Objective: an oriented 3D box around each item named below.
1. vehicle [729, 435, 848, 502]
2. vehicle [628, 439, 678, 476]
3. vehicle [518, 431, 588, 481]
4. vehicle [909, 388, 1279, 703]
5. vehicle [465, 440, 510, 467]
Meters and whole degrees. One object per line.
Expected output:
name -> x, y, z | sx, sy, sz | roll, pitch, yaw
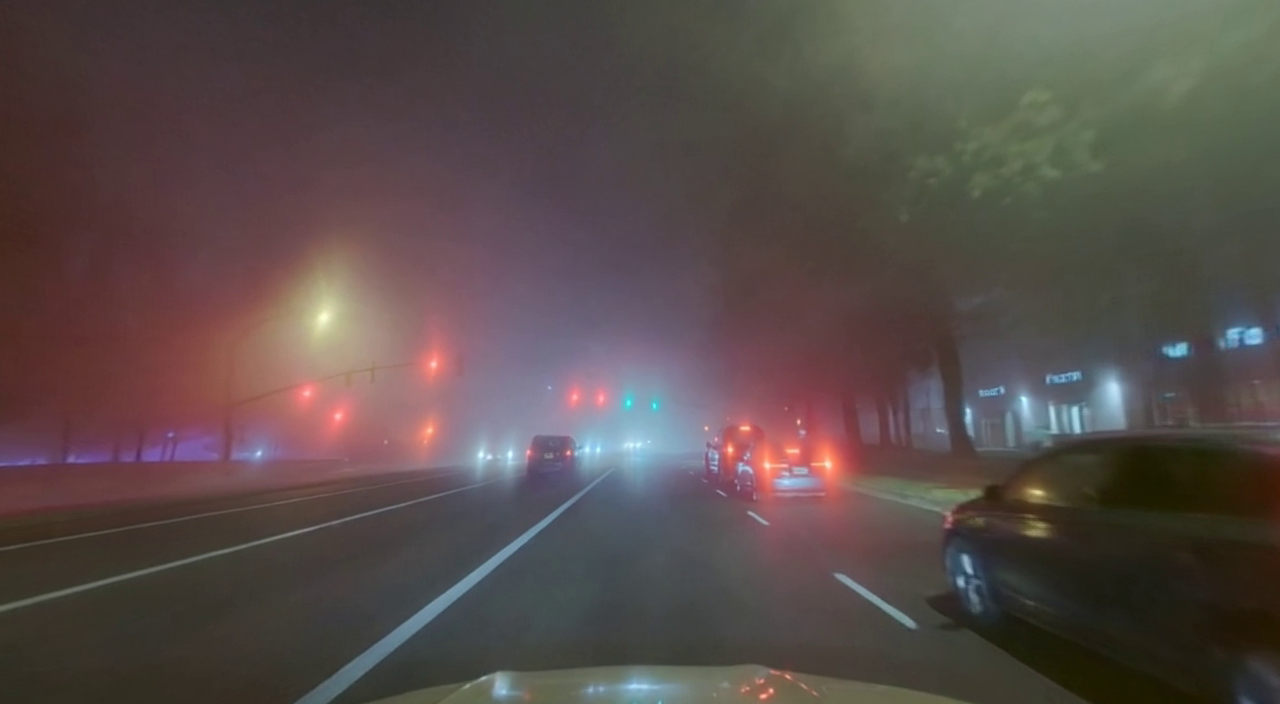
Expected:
vehicle -> 3.579, 2.882, 16.032 | 1.913, 1.463, 4.198 | 0, -8, -1
vehicle -> 0.500, 4.437, 26.751 | 1.971, 1.433, 3.923 | 0, -8, 0
vehicle -> -3.252, 3.989, 24.478 | 2.023, 1.720, 4.452 | 0, -8, 1
vehicle -> 3.259, 0.992, 3.090 | 1.948, 1.474, 4.360 | 0, -8, 0
vehicle -> -10.147, 6.764, 42.204 | 1.989, 1.598, 4.054 | -1, -8, 0
